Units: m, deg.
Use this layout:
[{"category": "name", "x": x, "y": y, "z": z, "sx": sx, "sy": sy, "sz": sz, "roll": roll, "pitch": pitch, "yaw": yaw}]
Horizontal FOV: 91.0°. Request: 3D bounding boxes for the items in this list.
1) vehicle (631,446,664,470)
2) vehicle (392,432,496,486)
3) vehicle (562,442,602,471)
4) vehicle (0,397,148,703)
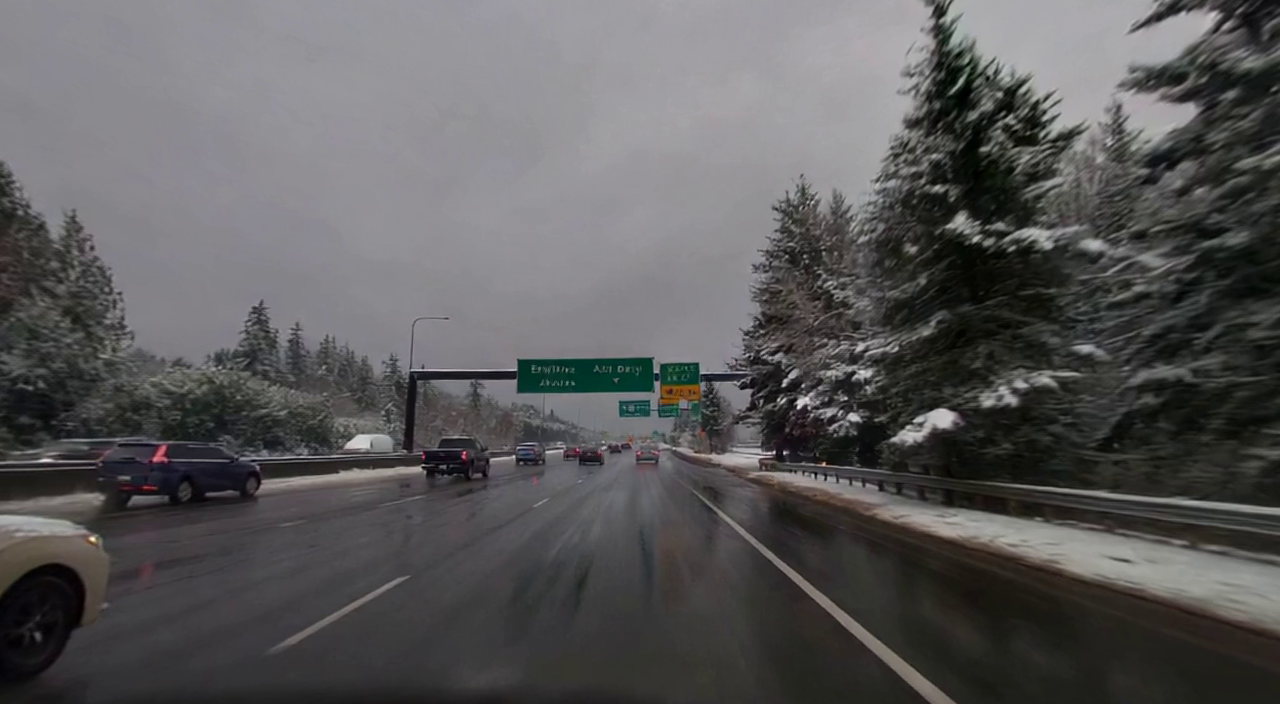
[{"category": "vehicle", "x": 0.551, "y": 7.247, "z": 43.367, "sx": 2.153, "sy": 1.510, "sz": 4.646, "roll": 0, "pitch": -9, "yaw": 1}, {"category": "vehicle", "x": -7.576, "y": 4.196, "z": 25.104, "sx": 2.250, "sy": 1.870, "sz": 5.647, "roll": 0, "pitch": -9, "yaw": 1}, {"category": "vehicle", "x": -3.723, "y": 6.812, "z": 41.277, "sx": 2.132, "sy": 1.708, "sz": 4.571, "roll": 0, "pitch": -9, "yaw": 1}, {"category": "vehicle", "x": -4.190, "y": 0.789, "z": 1.700, "sx": 2.027, "sy": 1.547, "sz": 4.511, "roll": 0, "pitch": -9, "yaw": 0}]
